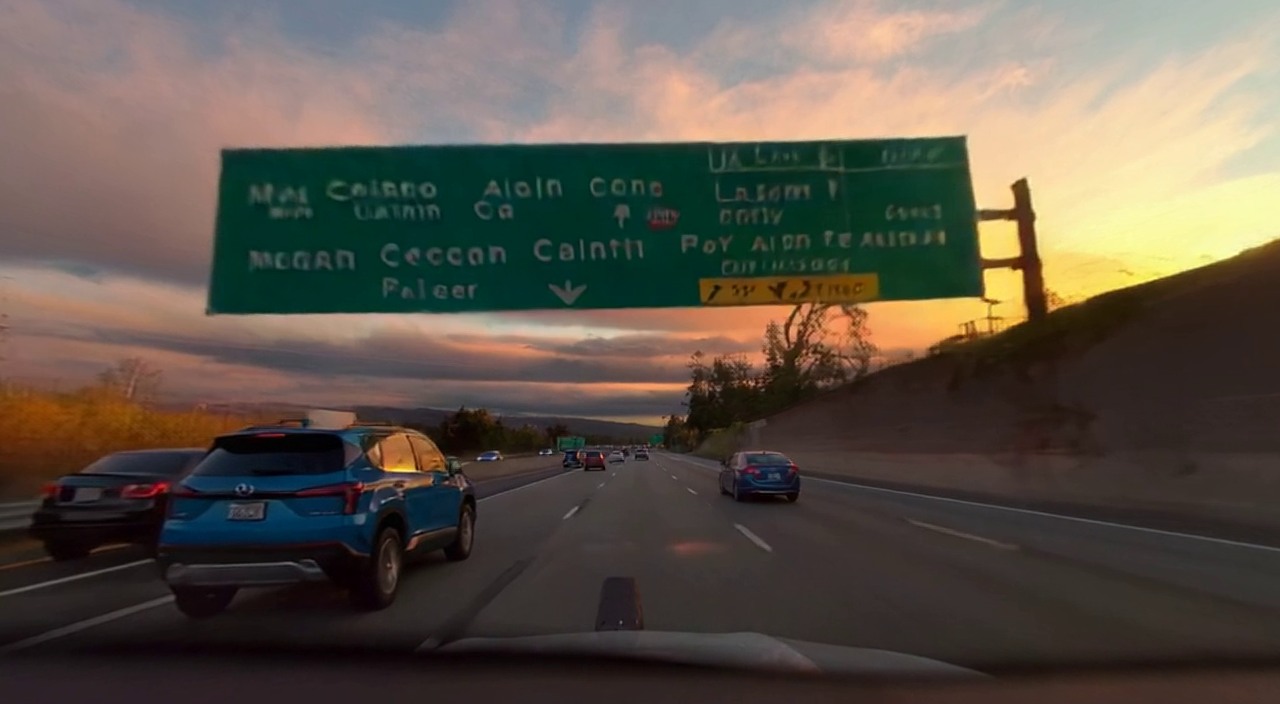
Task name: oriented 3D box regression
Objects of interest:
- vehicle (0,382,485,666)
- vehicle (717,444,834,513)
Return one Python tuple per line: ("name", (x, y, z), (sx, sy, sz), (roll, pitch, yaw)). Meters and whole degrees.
("vehicle", (-3.178, 1.398, 6.217), (2.137, 1.756, 4.453), (0, -9, 0))
("vehicle", (3.228, 3.087, 15.918), (1.979, 1.486, 4.125), (0, -9, -1))
